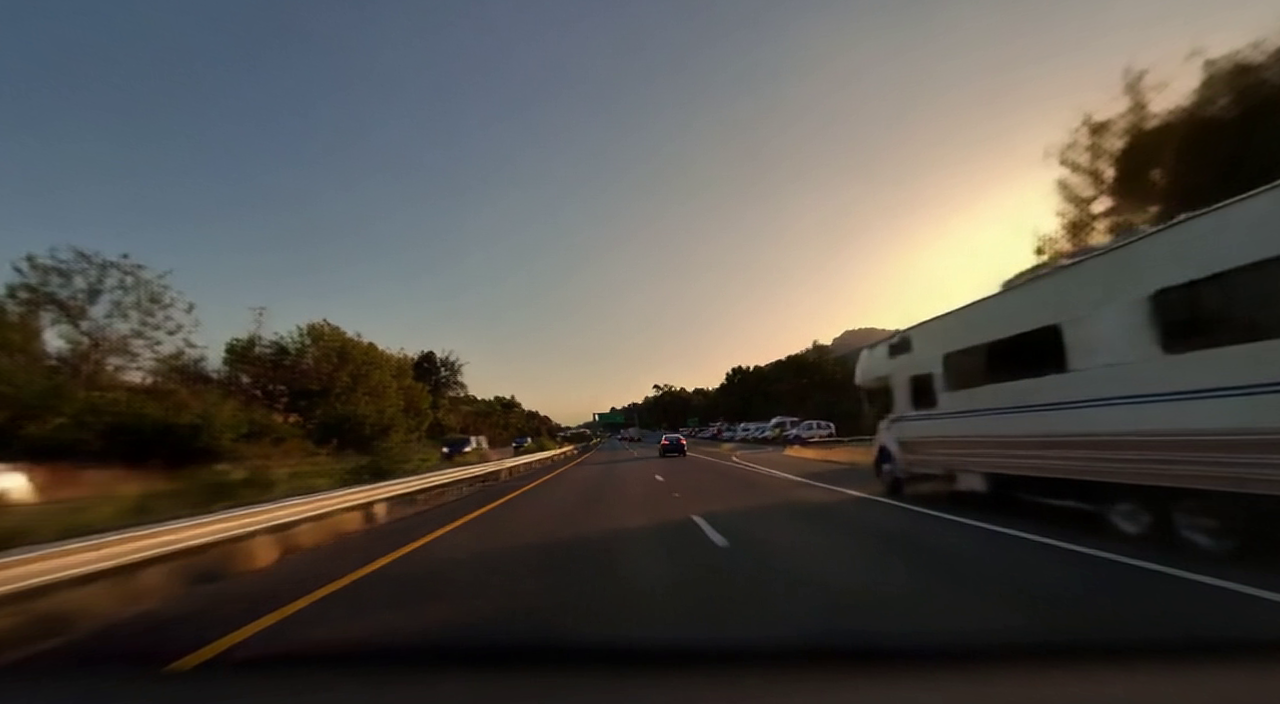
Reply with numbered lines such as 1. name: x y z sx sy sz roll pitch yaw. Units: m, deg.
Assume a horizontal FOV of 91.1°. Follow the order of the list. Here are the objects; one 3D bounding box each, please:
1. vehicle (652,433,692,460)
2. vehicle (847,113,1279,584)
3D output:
1. vehicle: 1.818 5.575 37.266 2.037 1.504 4.248 0 -8 -2
2. vehicle: 7.126 0.556 9.910 2.937 4.119 14.096 0 -8 0
